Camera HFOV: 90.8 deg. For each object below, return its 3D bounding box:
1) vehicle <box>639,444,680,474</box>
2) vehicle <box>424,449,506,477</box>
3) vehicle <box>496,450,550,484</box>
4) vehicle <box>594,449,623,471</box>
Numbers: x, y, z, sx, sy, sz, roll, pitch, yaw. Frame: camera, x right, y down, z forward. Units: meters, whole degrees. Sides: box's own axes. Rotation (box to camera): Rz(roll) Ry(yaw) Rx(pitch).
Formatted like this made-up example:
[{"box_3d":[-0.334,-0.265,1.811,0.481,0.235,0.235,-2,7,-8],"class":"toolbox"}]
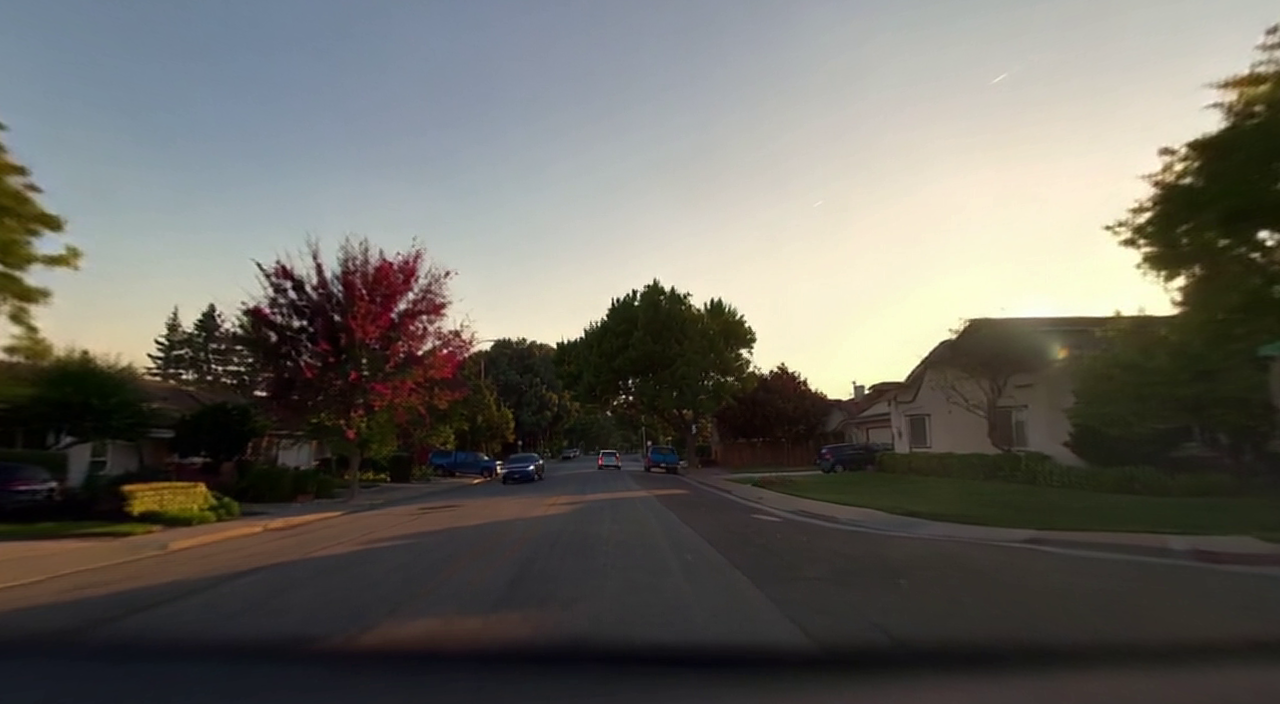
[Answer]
[{"box_3d":[1.249,7.387,44.036,2.394,1.901,5.759,0,-9,-3],"class":"vehicle"},{"box_3d":[-11.712,7.456,42.515,4.947,1.769,2.023,0,-9,-1],"class":"vehicle"},{"box_3d":[-5.786,5.719,31.710,1.926,1.513,4.236,0,-9,0],"class":"vehicle"},{"box_3d":[-2.324,7.974,46.765,2.064,1.477,3.968,0,-9,-2],"class":"vehicle"}]
